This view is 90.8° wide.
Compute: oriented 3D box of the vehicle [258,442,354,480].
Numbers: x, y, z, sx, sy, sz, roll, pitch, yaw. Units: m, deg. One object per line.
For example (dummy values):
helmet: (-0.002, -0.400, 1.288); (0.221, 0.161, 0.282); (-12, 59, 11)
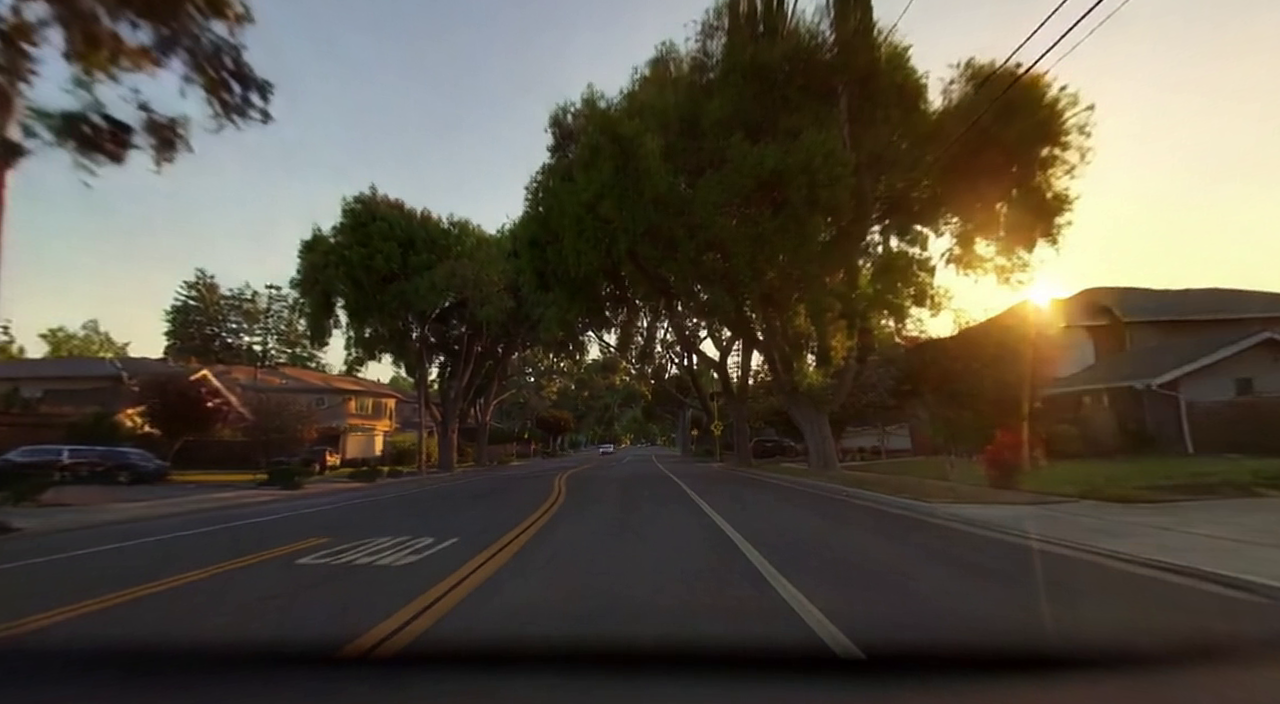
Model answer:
vehicle: (-18.042, 5.880, 34.490); (2.161, 1.873, 5.514); (0, -8, 1)

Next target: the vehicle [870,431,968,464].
vehicle: (15.695, 5.385, 35.699); (4.548, 1.535, 1.882); (-4, -9, 3)
